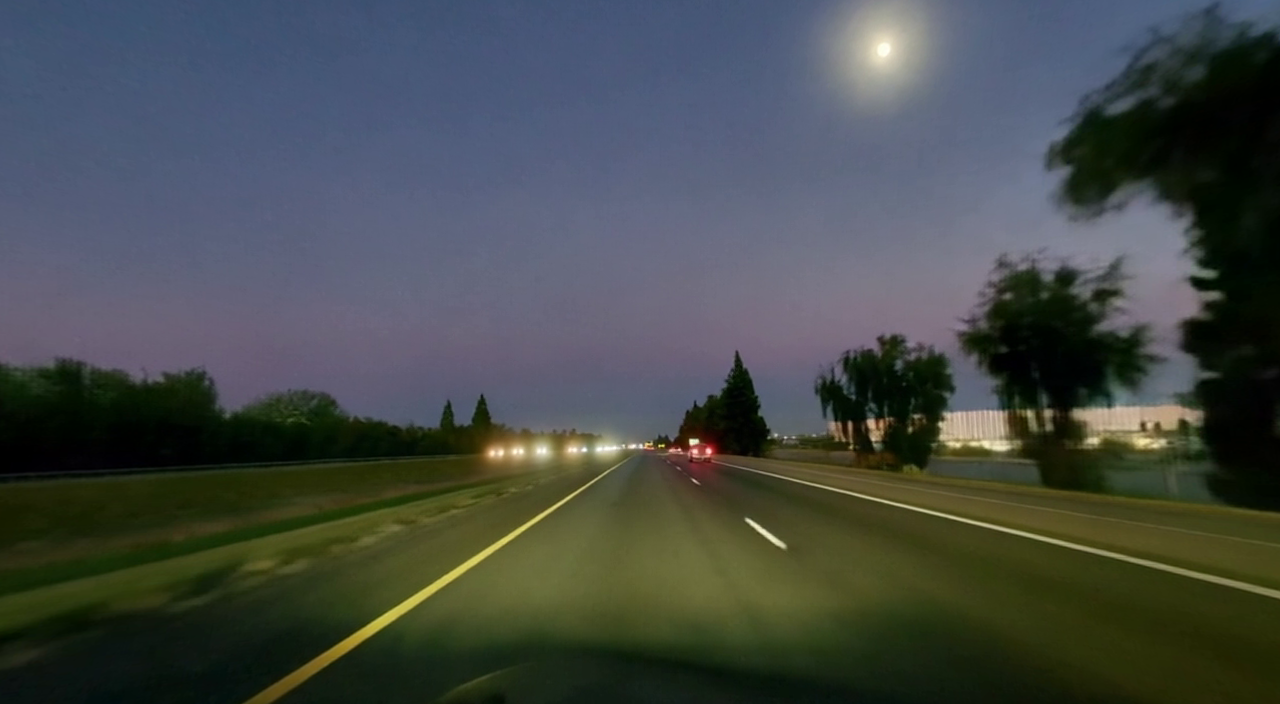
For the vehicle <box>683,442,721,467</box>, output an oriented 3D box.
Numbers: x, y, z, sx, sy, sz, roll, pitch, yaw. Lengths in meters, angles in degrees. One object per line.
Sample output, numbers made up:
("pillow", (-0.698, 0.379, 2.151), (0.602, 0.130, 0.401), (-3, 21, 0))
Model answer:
("vehicle", (4.002, 6.645, 41.232), (2.062, 1.518, 4.026), (0, -8, -1))
